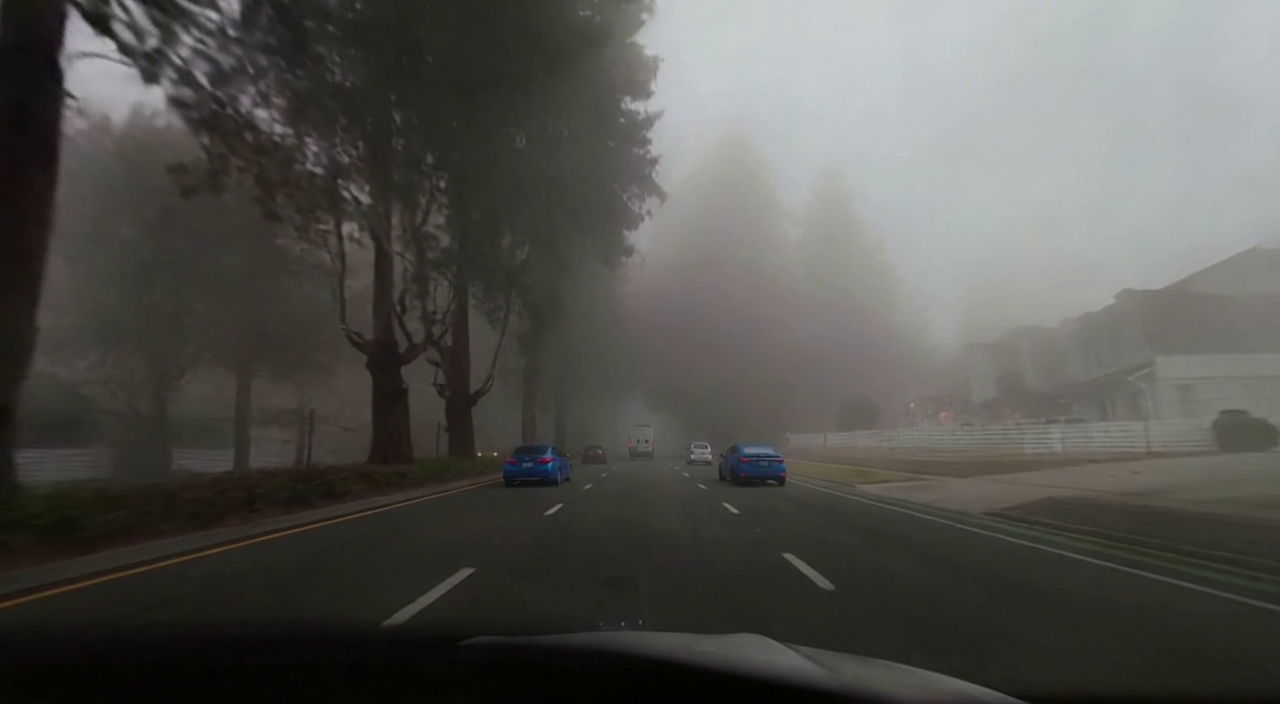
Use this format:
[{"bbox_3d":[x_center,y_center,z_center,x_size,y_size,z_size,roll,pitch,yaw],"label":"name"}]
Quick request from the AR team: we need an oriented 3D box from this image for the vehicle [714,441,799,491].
[{"bbox_3d":[3.653,3.646,20.513,1.945,1.469,4.258,0,-8,0],"label":"vehicle"}]

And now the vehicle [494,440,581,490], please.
[{"bbox_3d":[-3.309,3.730,21.225,2.036,1.474,4.647,0,-8,2],"label":"vehicle"}]

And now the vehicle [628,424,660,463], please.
[{"bbox_3d":[0.324,6.961,47.724,2.311,2.726,5.814,0,-8,1],"label":"vehicle"}]

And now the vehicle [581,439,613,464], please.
[{"bbox_3d":[-3.202,7.437,47.143,2.021,1.715,4.329,0,-8,1],"label":"vehicle"}]

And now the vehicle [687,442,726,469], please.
[{"bbox_3d":[4.089,6.443,39.288,1.905,1.520,4.340,1,-8,-1],"label":"vehicle"}]
